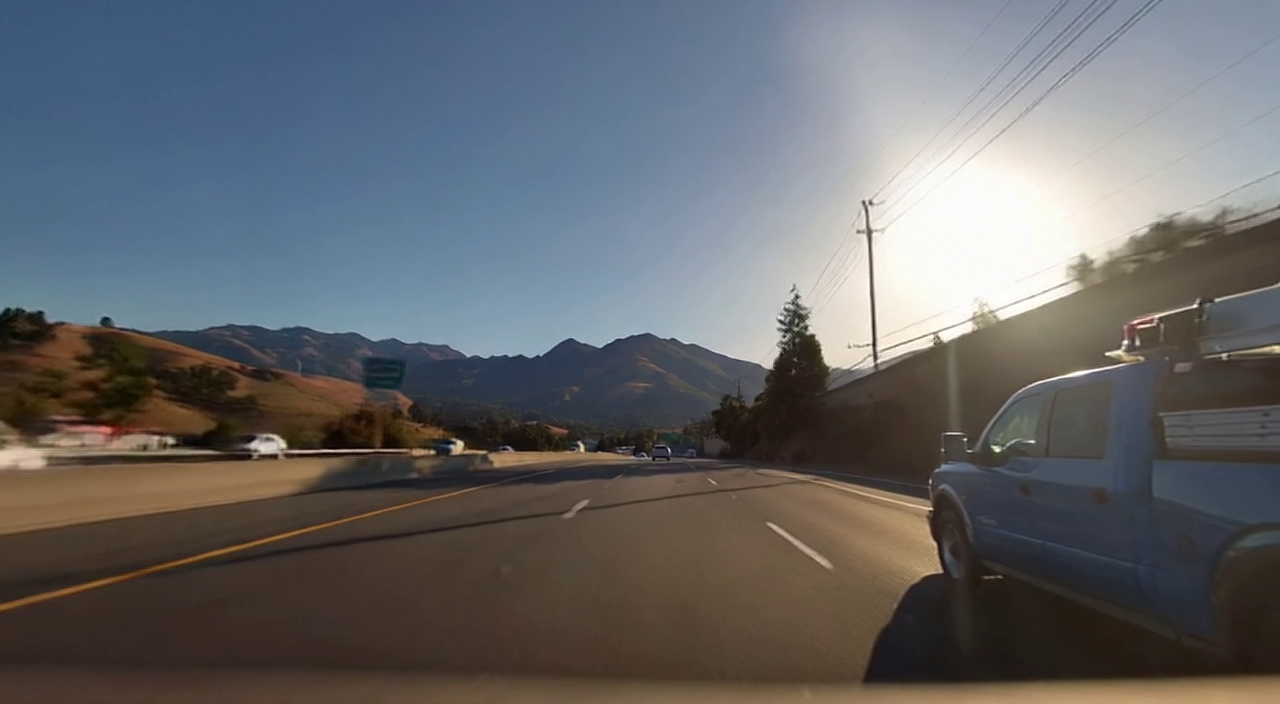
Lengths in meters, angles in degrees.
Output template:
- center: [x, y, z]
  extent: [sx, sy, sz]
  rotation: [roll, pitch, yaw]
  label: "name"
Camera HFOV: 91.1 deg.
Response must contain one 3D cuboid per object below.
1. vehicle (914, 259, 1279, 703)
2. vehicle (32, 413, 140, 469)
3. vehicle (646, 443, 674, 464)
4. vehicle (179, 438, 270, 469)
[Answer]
- center: [4.059, 0.774, 3.077]
  extent: [2.538, 2.228, 6.370]
  rotation: [0, -9, 0]
  label: "vehicle"
- center: [-28.492, 4.628, 32.462]
  extent: [2.035, 2.698, 3.636]
  rotation: [0, -9, 2]
  label: "vehicle"
- center: [1.466, 7.778, 48.112]
  extent: [2.034, 1.549, 4.147]
  rotation: [0, -9, 0]
  label: "vehicle"
- center: [-24.570, 6.004, 37.408]
  extent: [1.981, 1.713, 4.811]
  rotation: [0, -9, 2]
  label: "vehicle"
